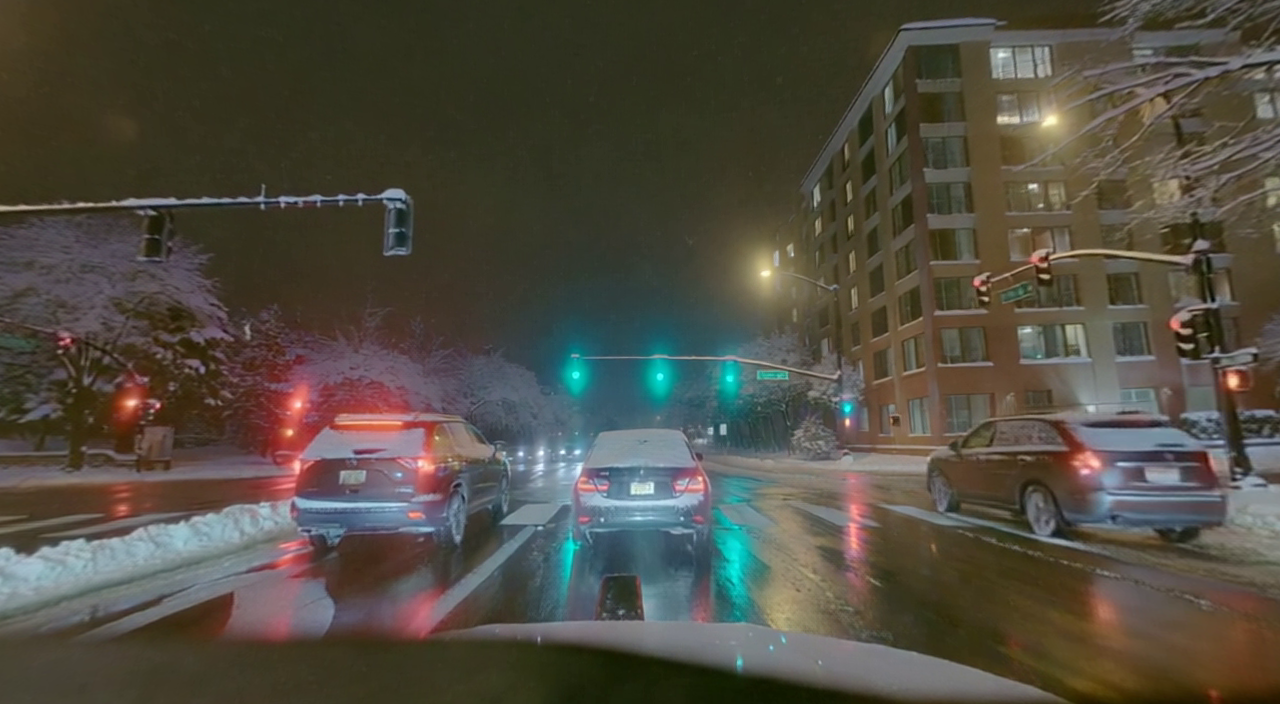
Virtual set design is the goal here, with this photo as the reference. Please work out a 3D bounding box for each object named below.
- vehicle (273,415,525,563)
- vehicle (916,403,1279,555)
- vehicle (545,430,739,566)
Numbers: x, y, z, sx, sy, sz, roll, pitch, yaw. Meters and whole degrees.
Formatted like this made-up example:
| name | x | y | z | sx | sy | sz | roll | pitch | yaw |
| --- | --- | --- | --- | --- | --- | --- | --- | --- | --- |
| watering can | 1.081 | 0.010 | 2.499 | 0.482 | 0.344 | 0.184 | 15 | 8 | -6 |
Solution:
| name | x | y | z | sx | sy | sz | roll | pitch | yaw |
| --- | --- | --- | --- | --- | --- | --- | --- | --- | --- |
| vehicle | -3.220 | 1.928 | 9.657 | 2.081 | 1.719 | 4.434 | 0 | -8 | 0 |
| vehicle | 6.766 | 1.929 | 10.354 | 2.079 | 1.828 | 5.323 | 0 | -8 | 0 |
| vehicle | 0.031 | 1.943 | 9.154 | 2.190 | 1.522 | 3.850 | 0 | -8 | 0 |
